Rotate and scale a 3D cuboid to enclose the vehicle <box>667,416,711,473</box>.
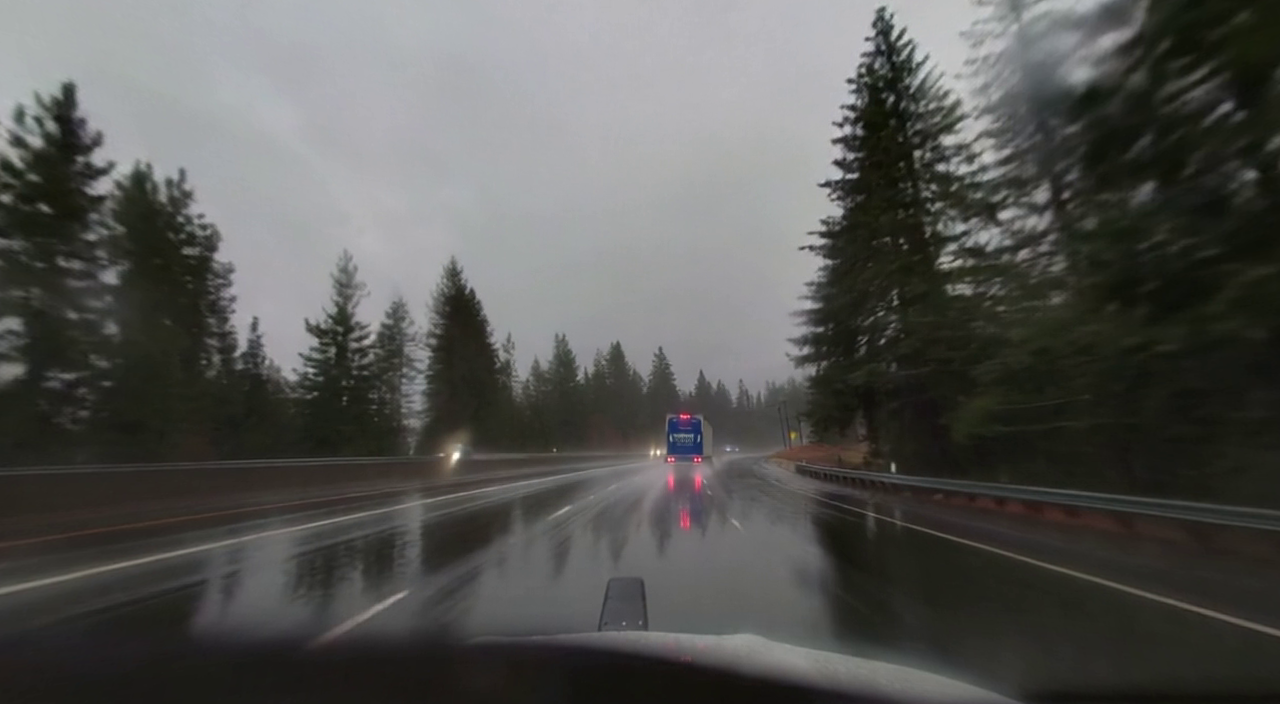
[{"bbox_3d":[3.922,7.193,48.783,2.907,3.747,13.318,0,-9,5],"label":"vehicle"}]
